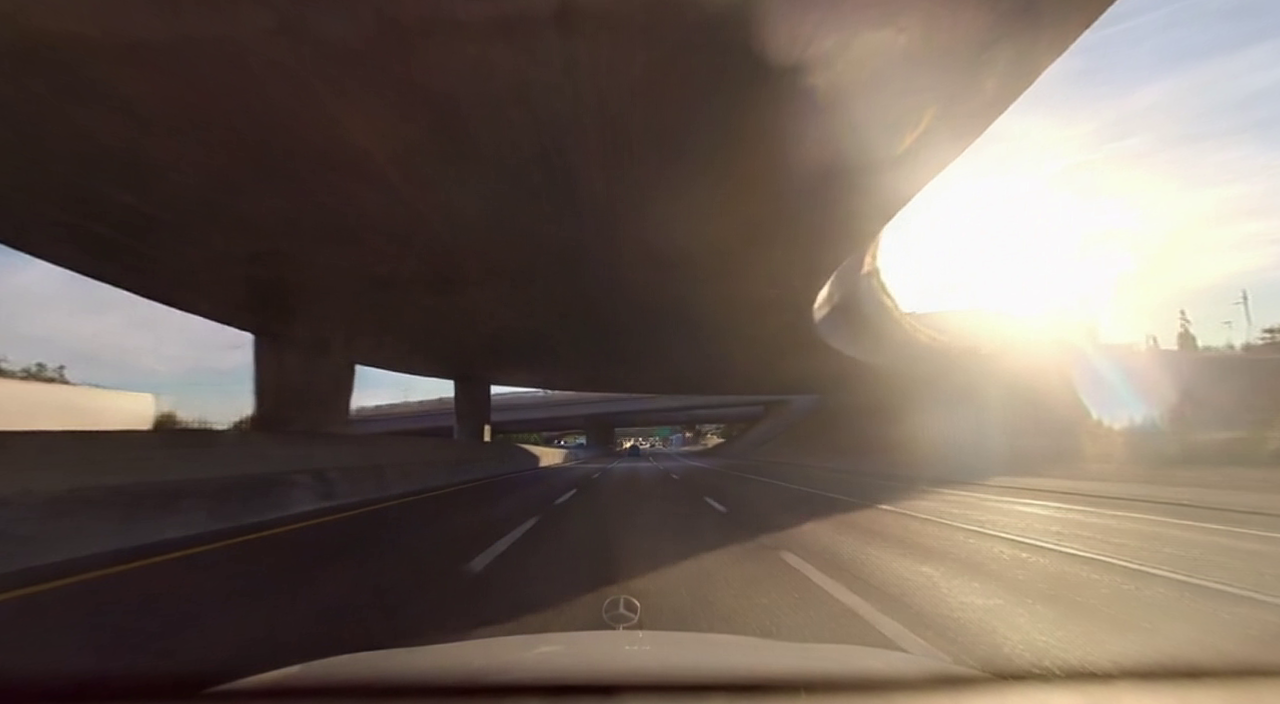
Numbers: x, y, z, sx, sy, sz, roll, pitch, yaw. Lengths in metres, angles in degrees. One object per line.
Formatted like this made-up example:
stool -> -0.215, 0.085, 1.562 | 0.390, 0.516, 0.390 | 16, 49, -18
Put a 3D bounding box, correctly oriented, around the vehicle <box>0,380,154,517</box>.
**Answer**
vehicle -> -20.546, 2.665, 17.330 | 2.892, 4.072, 14.532 | 0, -9, -1
